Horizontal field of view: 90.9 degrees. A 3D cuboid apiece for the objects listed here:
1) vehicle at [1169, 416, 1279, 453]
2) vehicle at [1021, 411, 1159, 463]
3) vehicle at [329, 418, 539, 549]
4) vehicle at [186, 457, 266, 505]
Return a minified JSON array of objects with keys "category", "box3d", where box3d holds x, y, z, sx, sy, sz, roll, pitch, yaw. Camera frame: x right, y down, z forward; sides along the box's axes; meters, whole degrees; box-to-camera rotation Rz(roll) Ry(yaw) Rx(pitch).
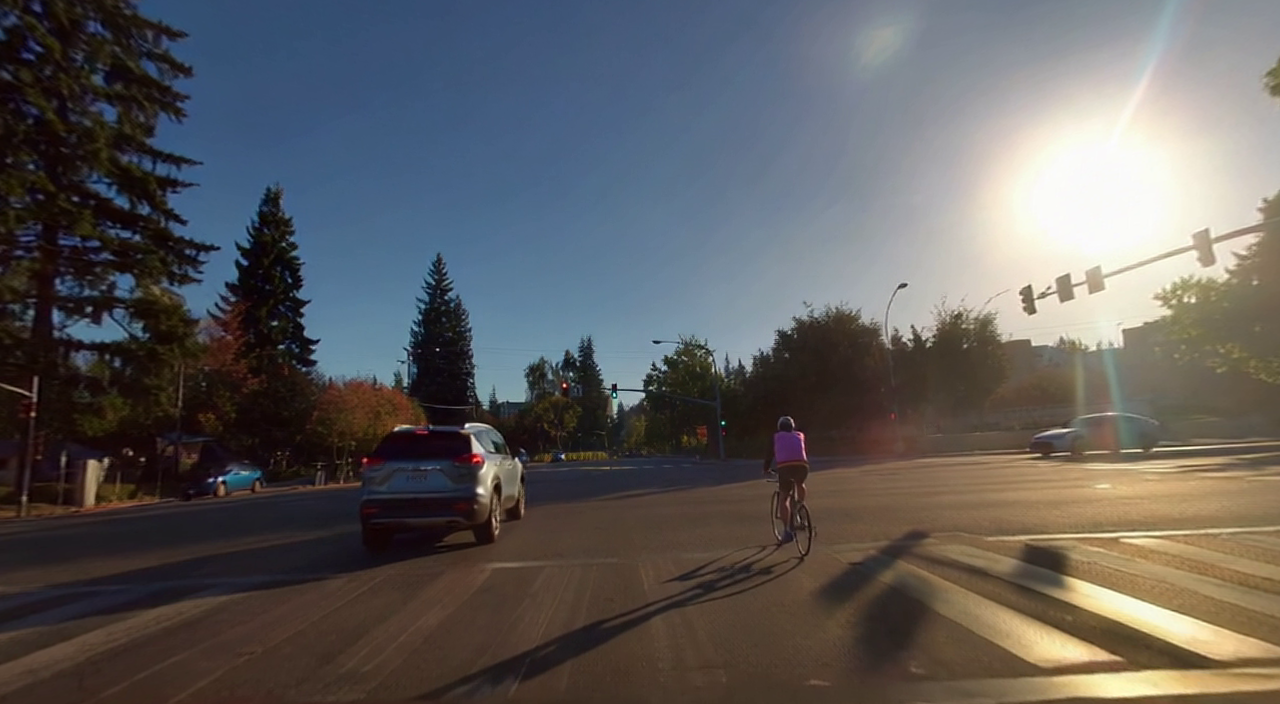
[{"category":"vehicle","box3d":[25.730,3.560,27.046,4.716,1.507,1.904,2,-9,-11]},{"category":"vehicle","box3d":[18.544,3.527,26.086,4.237,1.948,1.997,0,-9,-9]},{"category":"vehicle","box3d":[-3.156,2.118,10.870,2.049,1.756,4.602,0,-8,0]},{"category":"vehicle","box3d":[-15.381,4.756,23.678,2.171,1.474,4.513,5,-10,-30]}]
